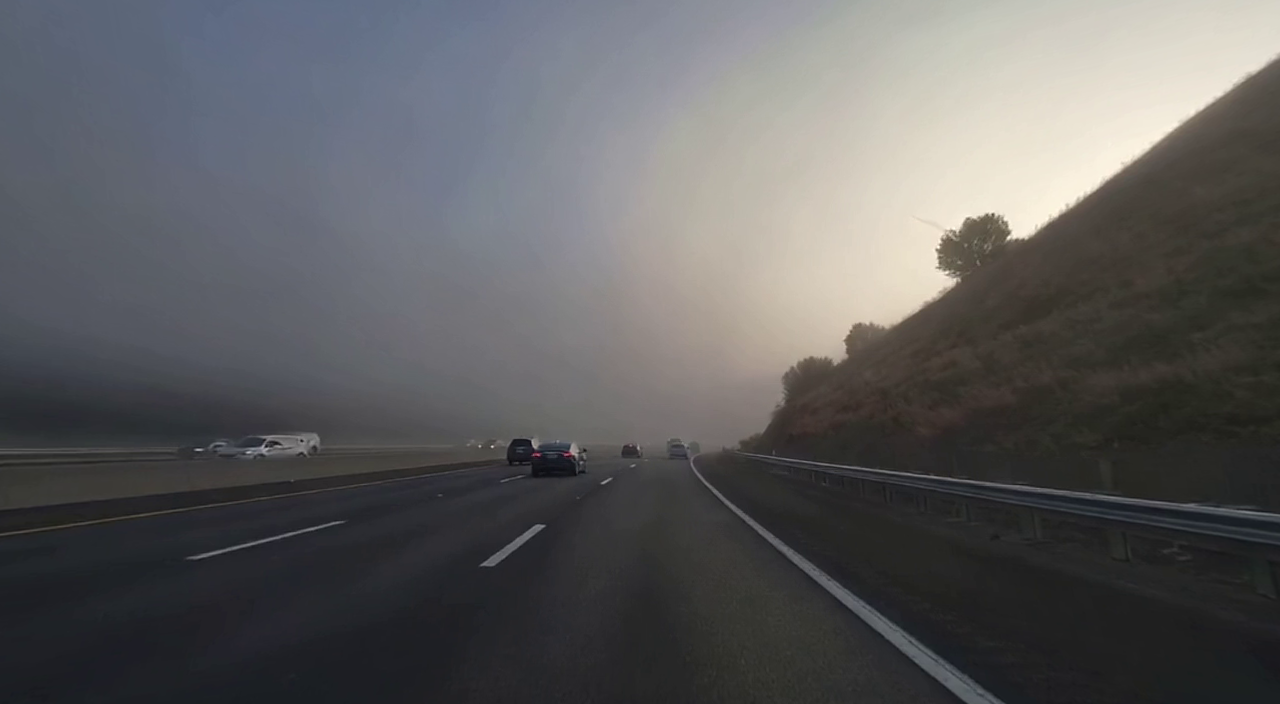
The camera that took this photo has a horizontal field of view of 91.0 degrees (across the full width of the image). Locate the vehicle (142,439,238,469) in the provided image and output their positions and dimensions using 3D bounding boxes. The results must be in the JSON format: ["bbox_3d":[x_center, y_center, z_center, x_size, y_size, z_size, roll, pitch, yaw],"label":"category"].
[{"bbox_3d":[-24.145,5.488,34.003,1.900,1.482,4.257,0,-9,3],"label":"vehicle"}]

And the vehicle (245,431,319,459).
[{"bbox_3d":[-26.625,6.946,47.112,2.098,1.937,5.374,-1,-9,4],"label":"vehicle"}]

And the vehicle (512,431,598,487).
[{"bbox_3d":[-2.741,3.597,21.461,2.118,1.702,4.355,0,-9,3],"label":"vehicle"}]
